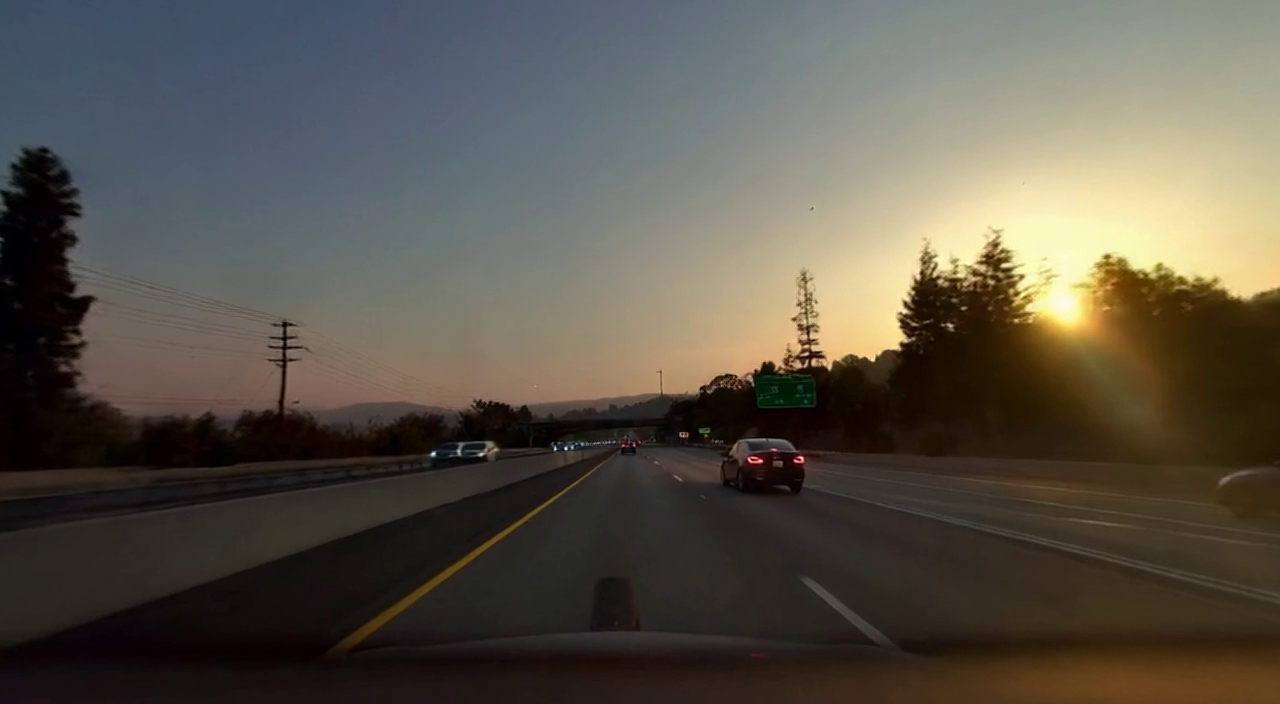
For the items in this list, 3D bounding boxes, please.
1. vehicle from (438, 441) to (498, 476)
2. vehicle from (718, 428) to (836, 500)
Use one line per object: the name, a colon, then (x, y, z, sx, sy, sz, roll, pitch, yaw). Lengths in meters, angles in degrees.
vehicle: (-8.078, 4.997, 30.038, 1.787, 1.527, 3.878, 0, -8, 0)
vehicle: (3.366, 2.844, 16.401, 2.018, 1.600, 4.121, 0, -9, -2)
